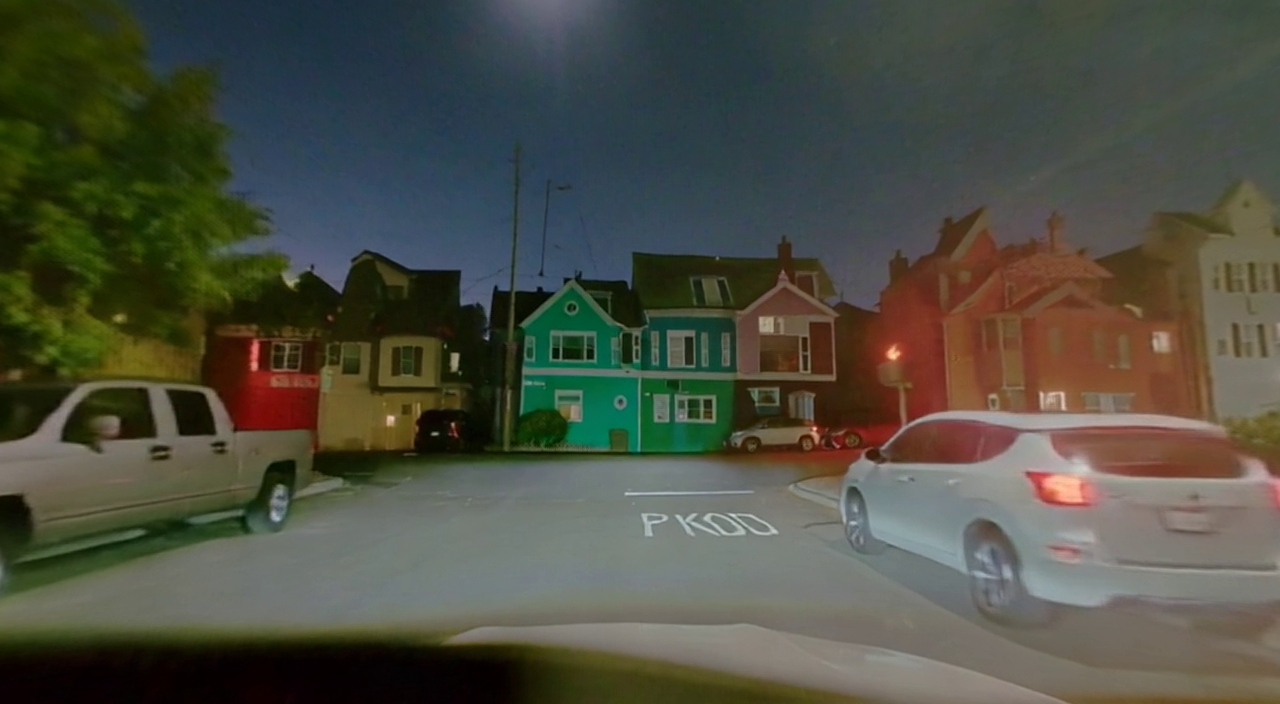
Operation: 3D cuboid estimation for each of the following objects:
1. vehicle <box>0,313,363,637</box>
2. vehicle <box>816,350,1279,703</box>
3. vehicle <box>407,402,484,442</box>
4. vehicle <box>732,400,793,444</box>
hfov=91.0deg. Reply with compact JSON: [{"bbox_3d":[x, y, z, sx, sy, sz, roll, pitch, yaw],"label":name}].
[{"bbox_3d":[-5.461,1.109,6.458,2.480,2.084,6.353,0,-8,-2],"label":"vehicle"},{"bbox_3d":[3.430,1.217,5.564,2.109,1.811,4.886,1,-8,-3],"label":"vehicle"},{"bbox_3d":[-9.182,3.402,30.154,2.091,1.760,4.760,0,-8,1],"label":"vehicle"},{"bbox_3d":[5.723,3.314,30.010,2.081,1.891,4.367,0,-6,1],"label":"vehicle"}]
